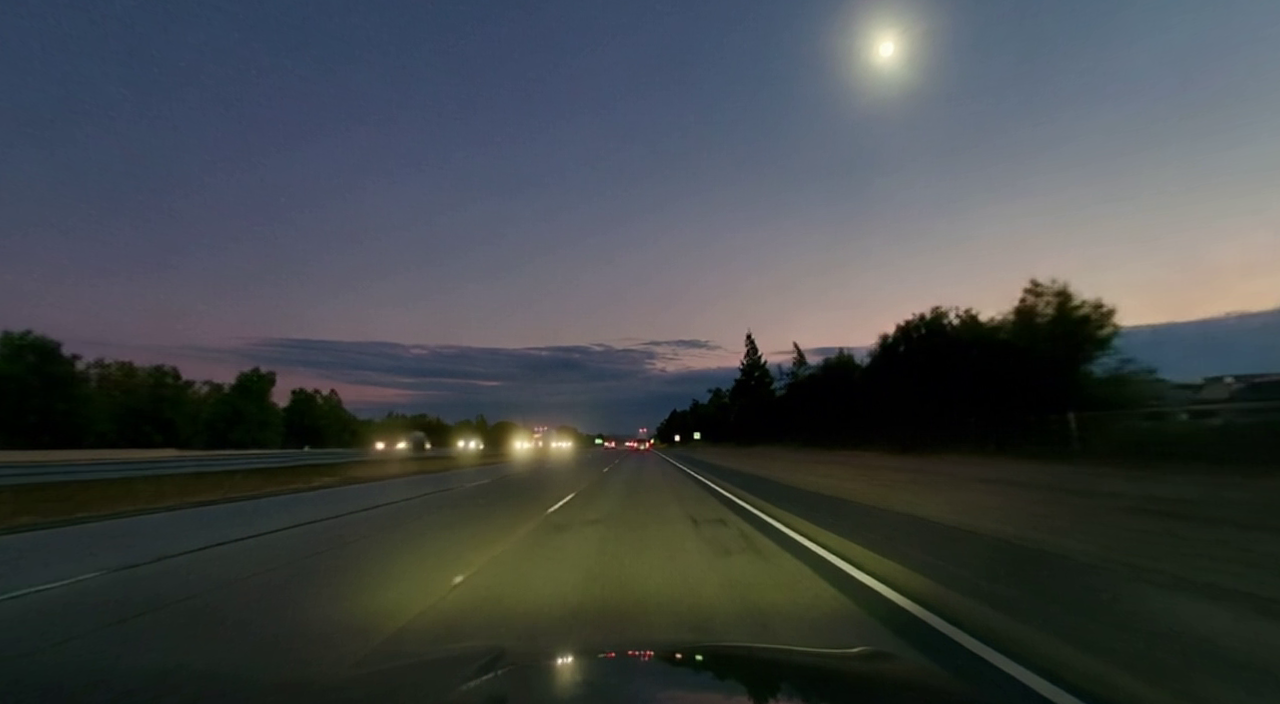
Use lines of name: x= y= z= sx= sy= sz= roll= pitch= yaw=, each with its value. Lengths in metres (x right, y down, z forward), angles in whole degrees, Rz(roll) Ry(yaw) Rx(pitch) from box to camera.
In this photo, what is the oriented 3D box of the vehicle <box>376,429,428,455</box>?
vehicle: x=-16.113 y=6.107 z=42.766 sx=1.811 sy=1.674 sz=4.243 roll=0 pitch=-8 yaw=1
